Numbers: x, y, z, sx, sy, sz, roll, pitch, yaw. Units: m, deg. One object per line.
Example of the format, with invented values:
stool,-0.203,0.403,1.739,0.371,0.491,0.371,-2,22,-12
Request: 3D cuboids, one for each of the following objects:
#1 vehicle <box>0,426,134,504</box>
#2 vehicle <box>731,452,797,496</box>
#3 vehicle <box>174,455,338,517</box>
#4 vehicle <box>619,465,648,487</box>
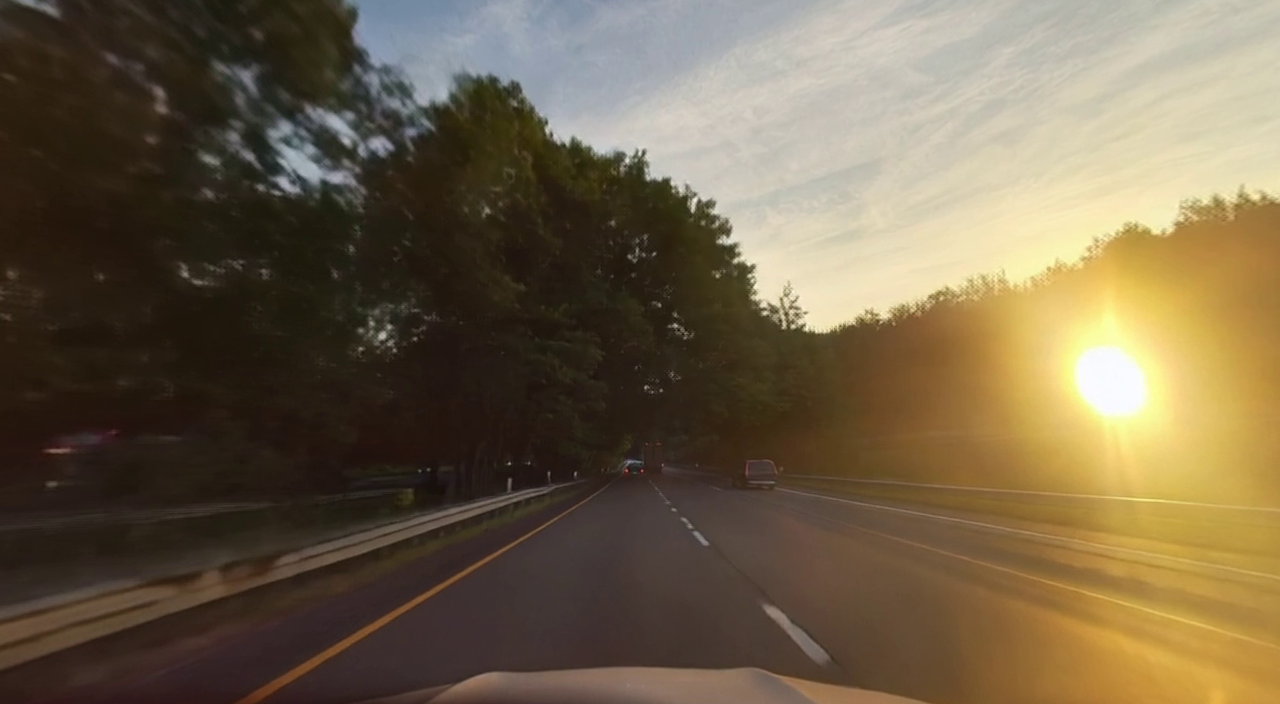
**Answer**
vehicle,-31.812,6.194,34.504,2.934,3.826,5.929,1,-10,-1
vehicle,5.593,5.608,29.071,1.998,1.776,4.663,1,-10,-1
vehicle,-11.638,4.097,19.613,1.952,1.618,4.859,1,-10,1
vehicle,-0.494,8.947,45.665,1.987,1.467,3.903,1,-10,-1
